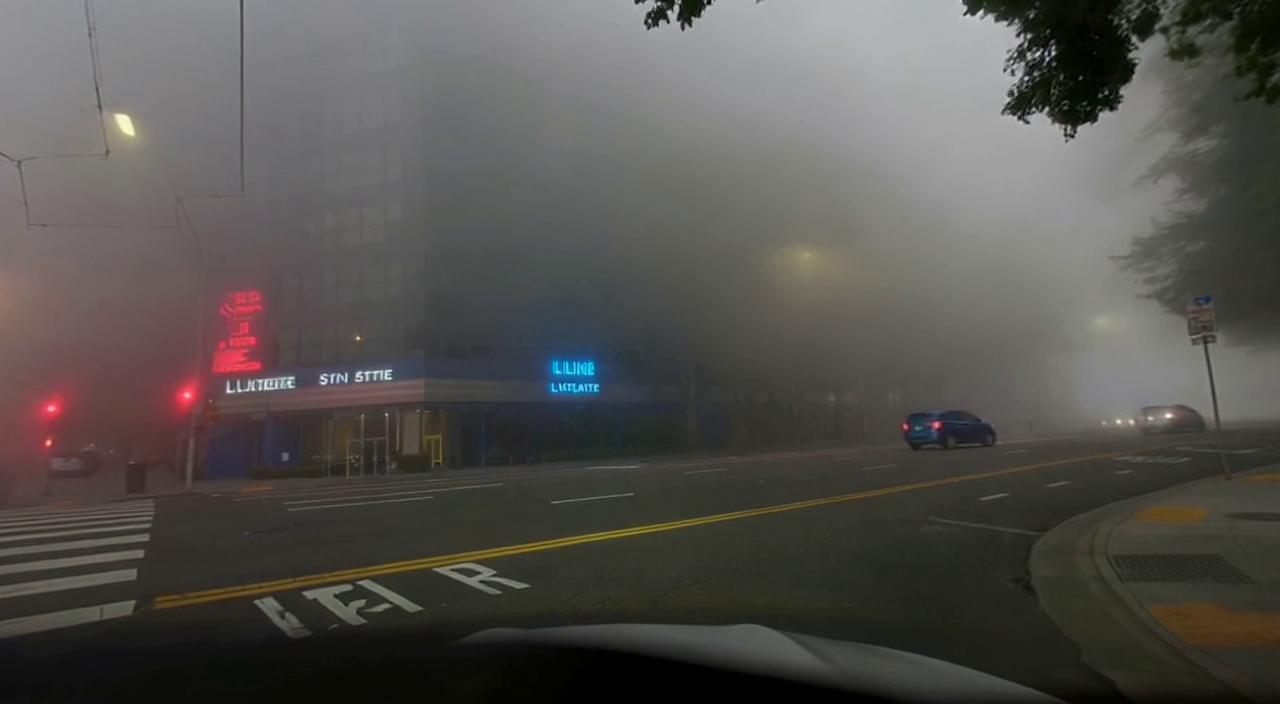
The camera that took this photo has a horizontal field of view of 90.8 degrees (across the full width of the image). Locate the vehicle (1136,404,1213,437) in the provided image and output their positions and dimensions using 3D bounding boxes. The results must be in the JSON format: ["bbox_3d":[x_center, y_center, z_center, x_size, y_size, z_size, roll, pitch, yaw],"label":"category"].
[{"bbox_3d":[29.447,3.812,34.771,4.377,1.624,1.953,5,-10,-33],"label":"vehicle"}]

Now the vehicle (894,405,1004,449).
[{"bbox_3d":[13.643,3.370,27.836,4.689,1.758,2.146,5,-10,-33],"label":"vehicle"}]
